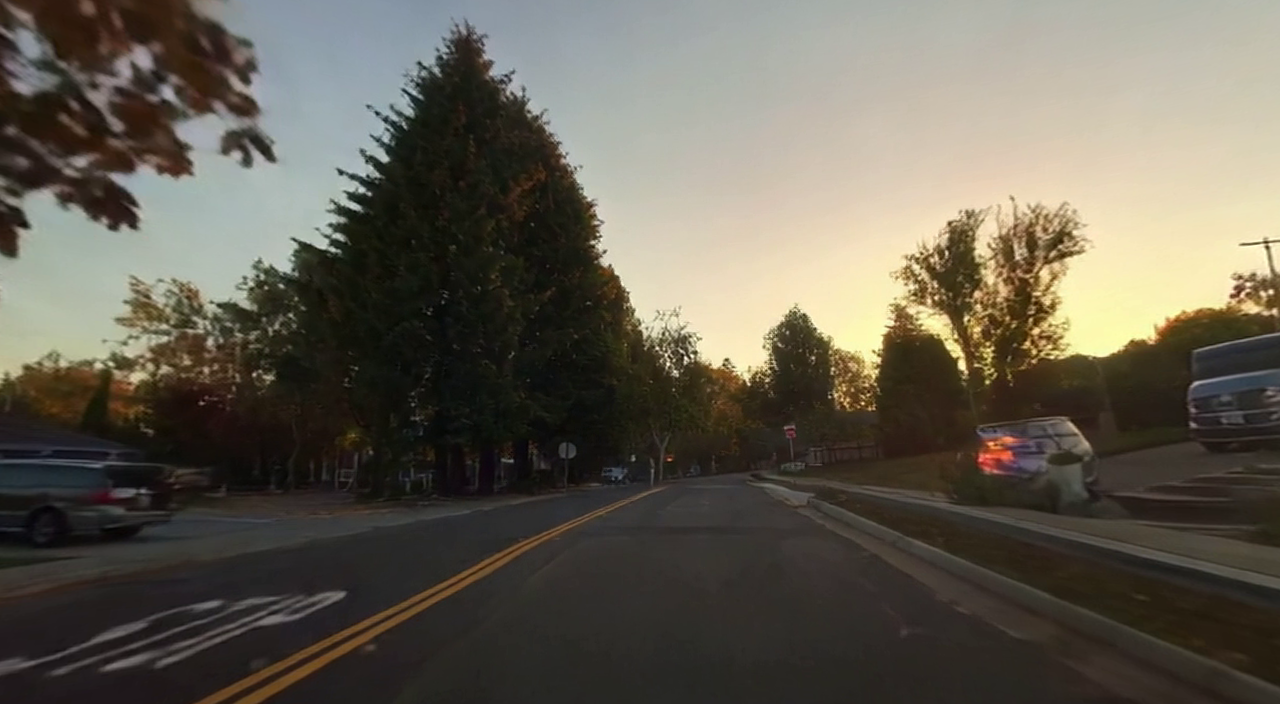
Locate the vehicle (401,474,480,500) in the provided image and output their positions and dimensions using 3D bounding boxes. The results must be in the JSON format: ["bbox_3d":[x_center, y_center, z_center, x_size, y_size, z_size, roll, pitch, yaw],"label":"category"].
[{"bbox_3d":[-12.393,8.419,39.407,4.320,1.443,1.867,-1,-8,1],"label":"vehicle"}]

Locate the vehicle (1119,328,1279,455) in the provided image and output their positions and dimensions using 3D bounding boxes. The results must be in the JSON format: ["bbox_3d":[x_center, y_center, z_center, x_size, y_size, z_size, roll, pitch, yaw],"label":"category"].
[{"bbox_3d":[11.802,0.605,11.422,4.539,2.010,2.163,-3,-3,-3],"label":"vehicle"}]

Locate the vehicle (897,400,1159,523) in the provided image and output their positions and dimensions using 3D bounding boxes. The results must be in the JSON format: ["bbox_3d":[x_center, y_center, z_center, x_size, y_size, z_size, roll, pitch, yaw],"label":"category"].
[{"bbox_3d":[7.014,2.061,12.274,2.163,1.885,4.804,-1,-8,3],"label":"vehicle"}]

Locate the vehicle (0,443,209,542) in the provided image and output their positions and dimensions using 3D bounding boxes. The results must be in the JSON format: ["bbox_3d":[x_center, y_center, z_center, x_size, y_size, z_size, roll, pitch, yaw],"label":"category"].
[{"bbox_3d":[-12.665,2.946,13.046,5.643,1.759,2.110,1,-19,-6],"label":"vehicle"}]
